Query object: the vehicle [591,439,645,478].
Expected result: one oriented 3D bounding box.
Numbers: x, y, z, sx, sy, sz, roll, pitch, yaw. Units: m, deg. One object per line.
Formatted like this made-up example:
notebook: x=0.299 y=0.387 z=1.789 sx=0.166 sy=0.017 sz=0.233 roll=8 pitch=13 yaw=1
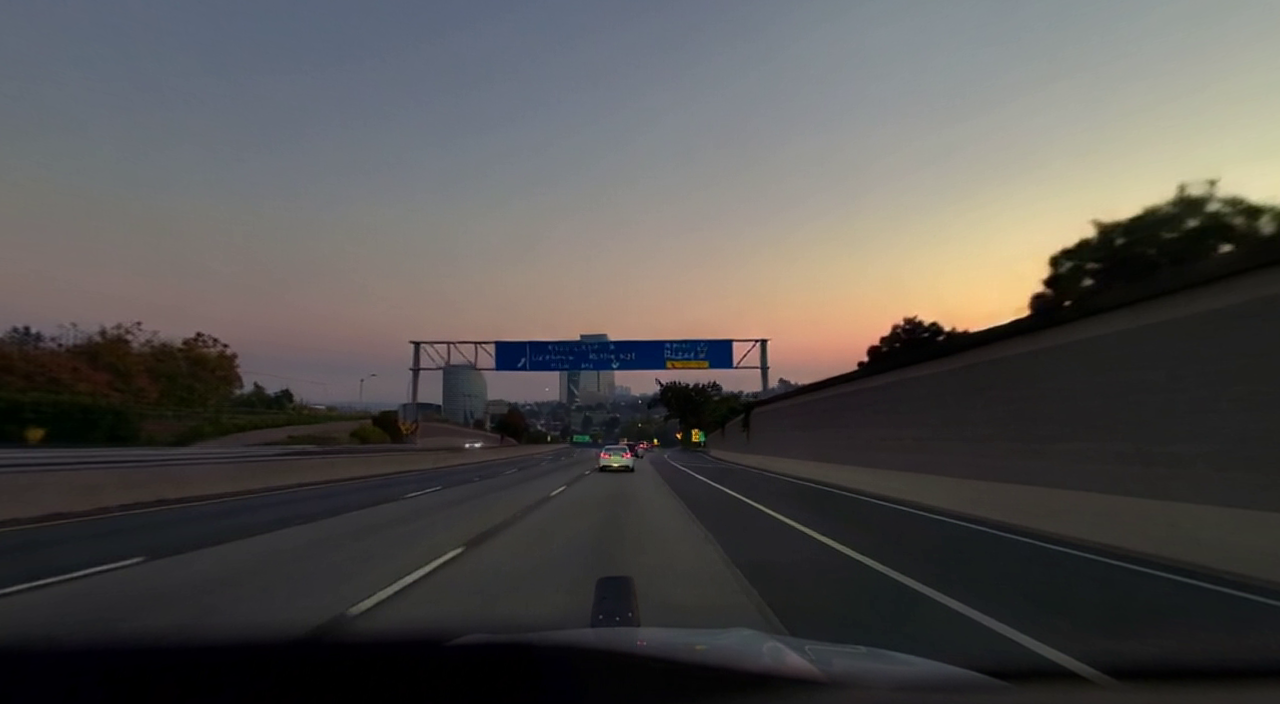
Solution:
vehicle: x=-0.853 y=4.538 z=26.889 sx=2.055 sy=1.509 sz=4.255 roll=-1 pitch=-9 yaw=1
